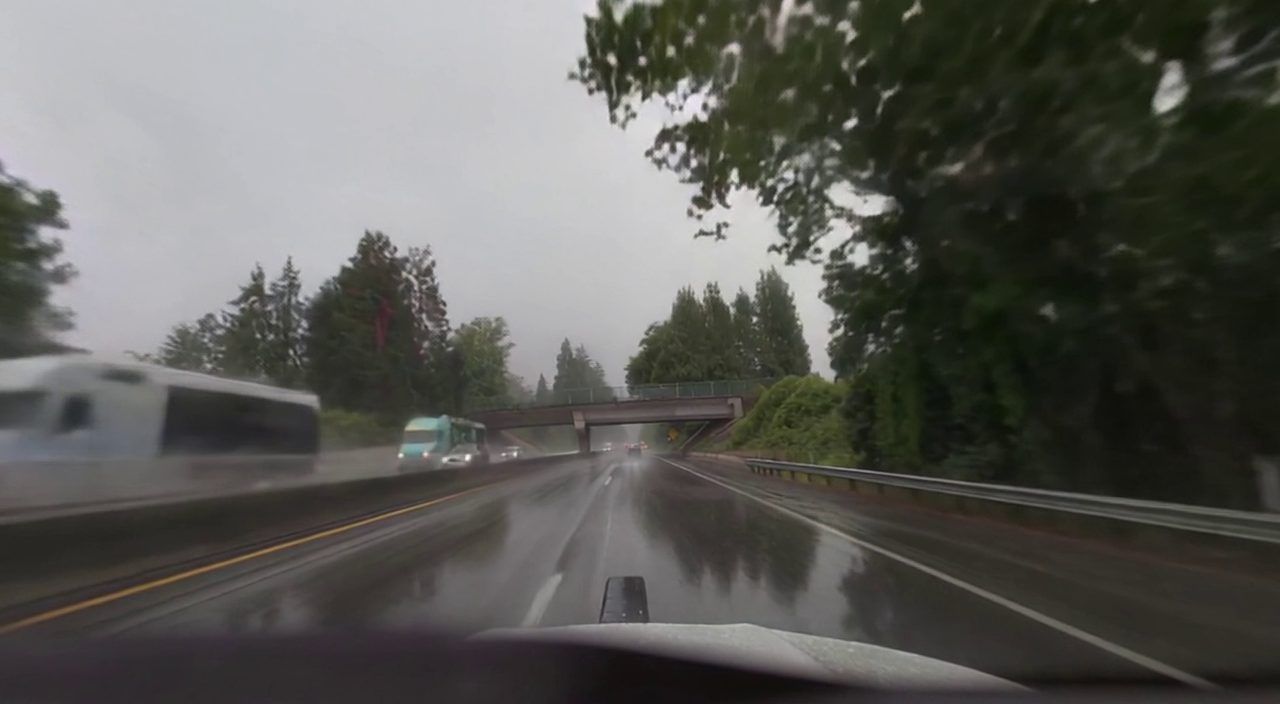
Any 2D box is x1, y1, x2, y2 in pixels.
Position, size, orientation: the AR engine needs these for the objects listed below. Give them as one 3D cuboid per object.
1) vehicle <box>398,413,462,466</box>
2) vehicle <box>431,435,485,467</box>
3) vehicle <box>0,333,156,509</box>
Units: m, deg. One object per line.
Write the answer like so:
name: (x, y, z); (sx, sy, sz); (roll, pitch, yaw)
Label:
vehicle: (-16.492, 7.008, 49.951); (3.008, 3.916, 5.886); (0, -9, -1)
vehicle: (-11.959, 6.574, 41.808); (2.118, 1.943, 5.285); (0, -9, -1)
vehicle: (-16.242, 1.856, 16.232); (2.910, 4.025, 5.493); (0, -9, -1)
